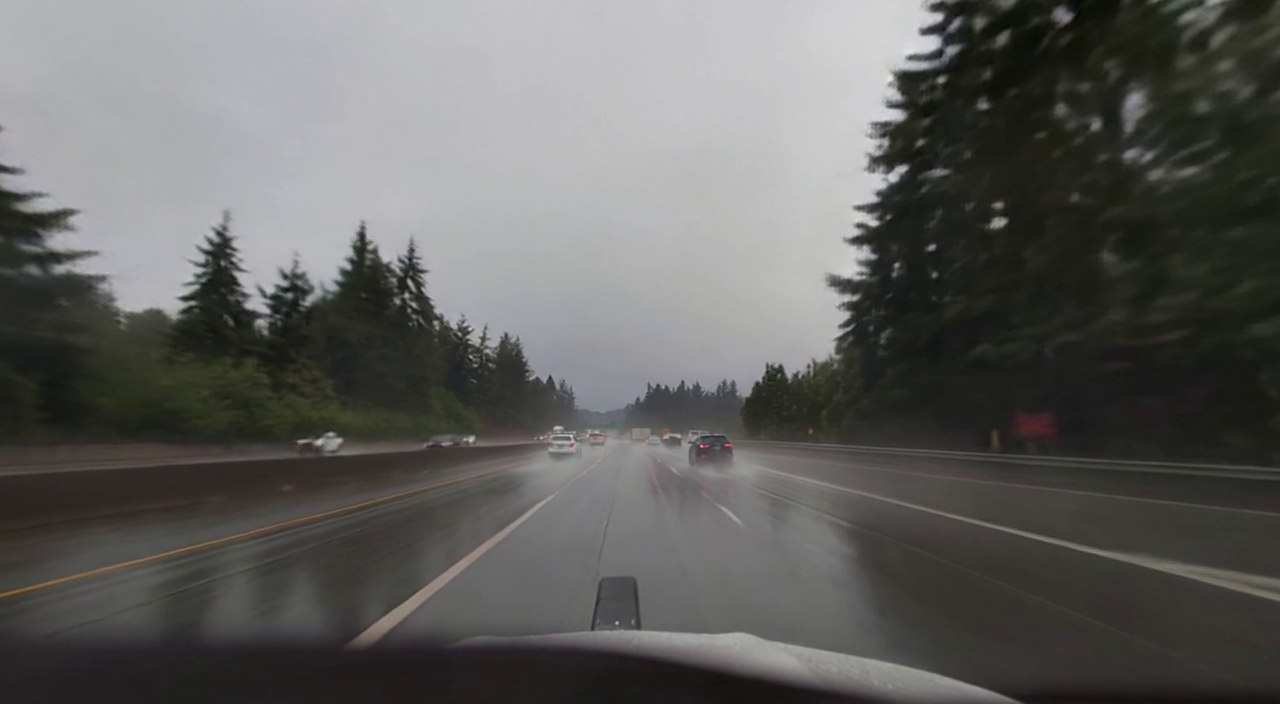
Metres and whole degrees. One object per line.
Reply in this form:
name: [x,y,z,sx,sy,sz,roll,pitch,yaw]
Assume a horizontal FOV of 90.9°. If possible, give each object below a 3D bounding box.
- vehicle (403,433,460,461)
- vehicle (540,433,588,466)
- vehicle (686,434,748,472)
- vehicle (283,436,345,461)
vehicle: [-12.438,5.674,37.909,1.949,1.518,4.611,0,-8,-1]
vehicle: [-3.982,5.162,33.772,2.011,1.614,4.808,0,-8,-1]
vehicle: [3.130,4.176,26.370,1.990,1.480,3.865,1,-8,-2]
vehicle: [-20.302,5.987,39.410,1.736,1.445,4.060,0,-8,-1]
